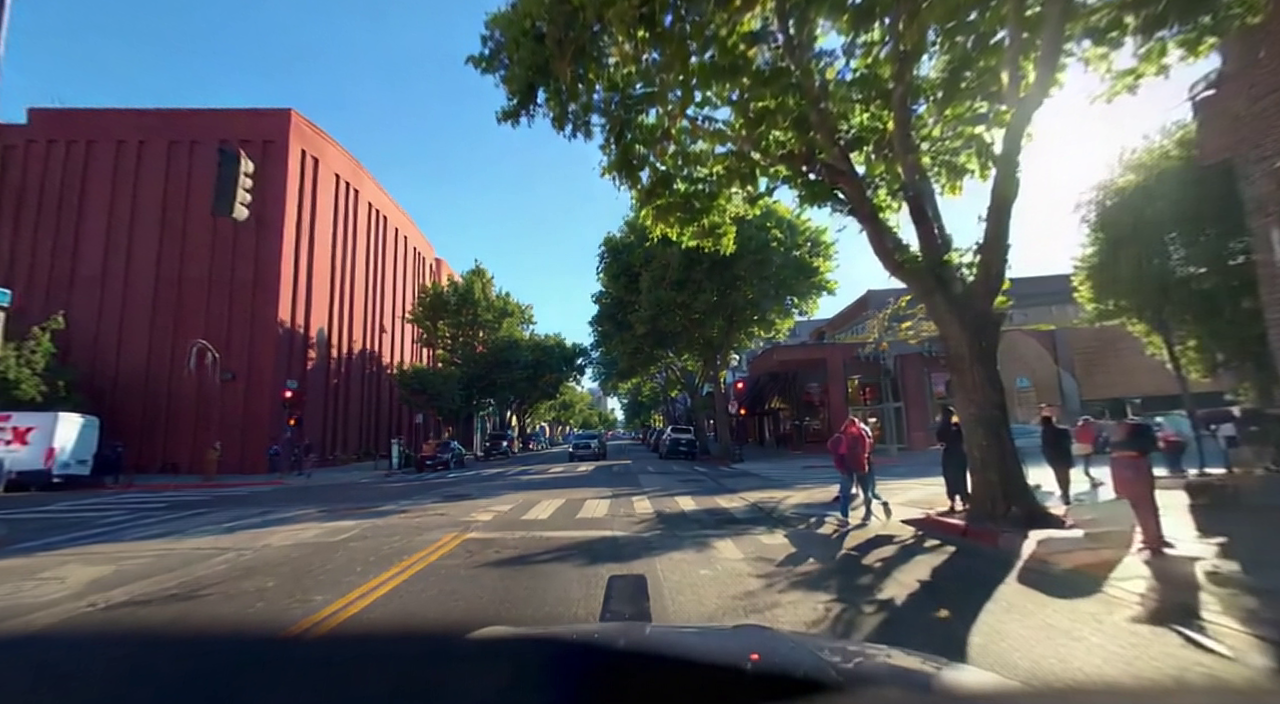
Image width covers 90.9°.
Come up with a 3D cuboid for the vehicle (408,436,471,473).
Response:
[{"bbox_3d":[-10.386,5.307,32.977,2.216,1.804,4.526,1,-8,-6],"label":"vehicle"}]

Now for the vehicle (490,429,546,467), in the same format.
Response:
[{"bbox_3d":[-6.470,5.152,33.976,2.242,1.887,4.924,0,-8,-3],"label":"vehicle"}]

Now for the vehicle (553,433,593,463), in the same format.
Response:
[{"bbox_3d":[-3.795,5.523,36.423,2.033,1.596,4.142,0,-8,-3],"label":"vehicle"}]

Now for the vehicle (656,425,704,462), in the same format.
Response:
[{"bbox_3d":[2.470,5.847,40.478,2.557,2.188,5.164,0,-8,-3],"label":"vehicle"}]

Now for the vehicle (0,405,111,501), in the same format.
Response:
[{"bbox_3d":[-25.946,3.801,23.528,9.465,3.299,3.029,-1,-6,-3],"label":"vehicle"}]
